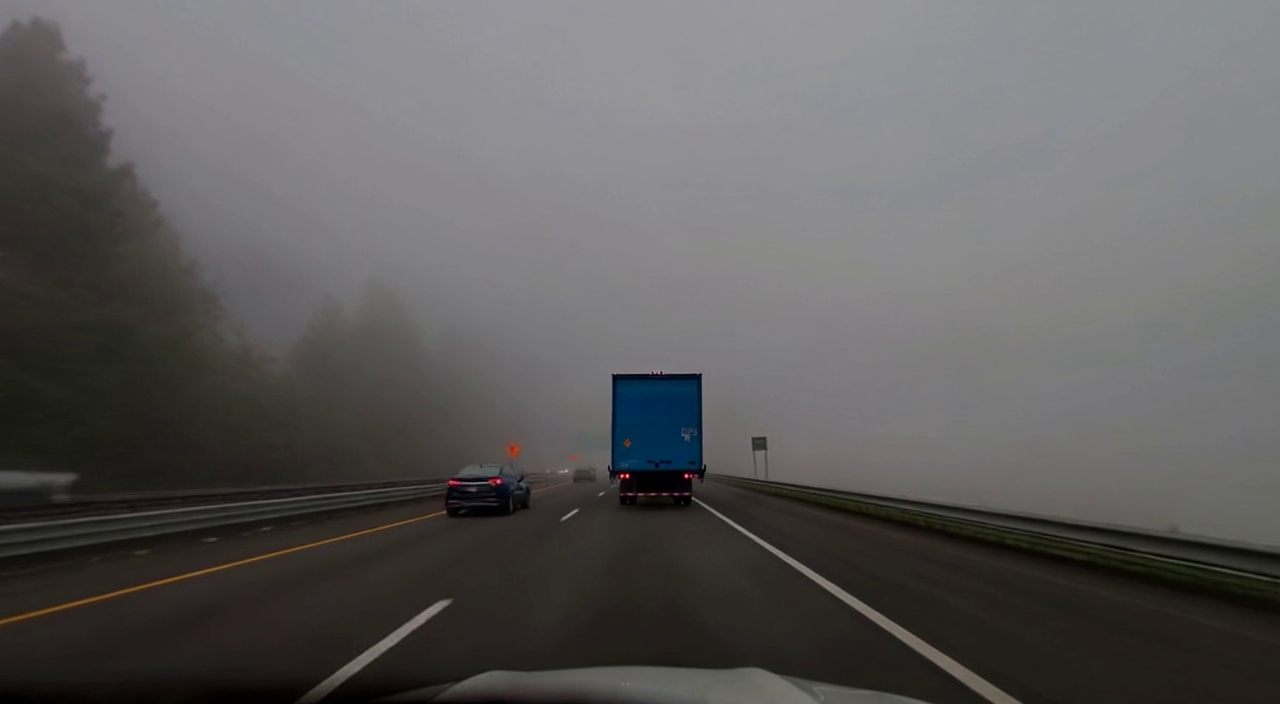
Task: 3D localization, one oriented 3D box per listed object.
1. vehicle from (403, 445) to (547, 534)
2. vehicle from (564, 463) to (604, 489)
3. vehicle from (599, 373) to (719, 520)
[{"bbox_3d":[-3.582,3.123,14.681,2.076,1.691,4.555,1,-10,0],"label":"vehicle"},{"bbox_3d":[-3.507,7.900,40.372,2.079,1.506,4.821,0,-10,1],"label":"vehicle"},{"bbox_3d":[0.436,3.246,20.765,3.008,3.678,9.512,1,-10,-1],"label":"vehicle"}]
